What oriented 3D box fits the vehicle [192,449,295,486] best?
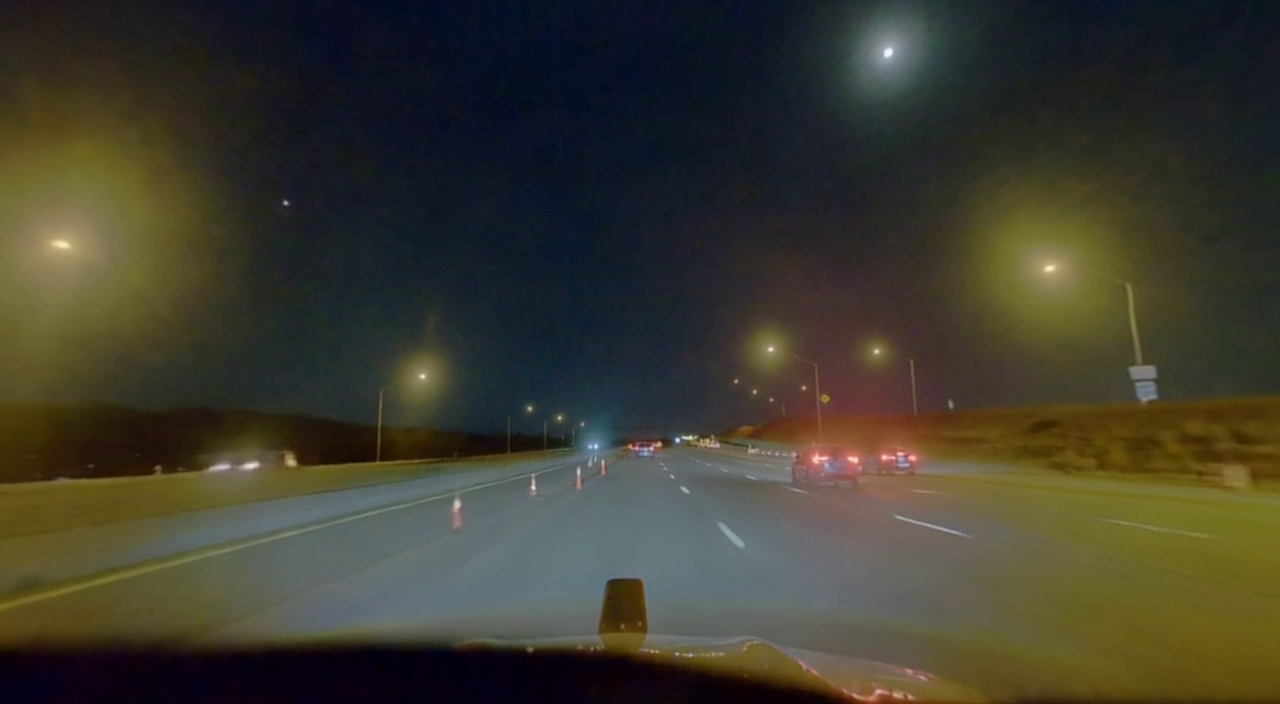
[{"bbox_3d":[-20.124,5.861,32.339,1.977,1.701,4.917,0,-8,1],"label":"vehicle"}]
